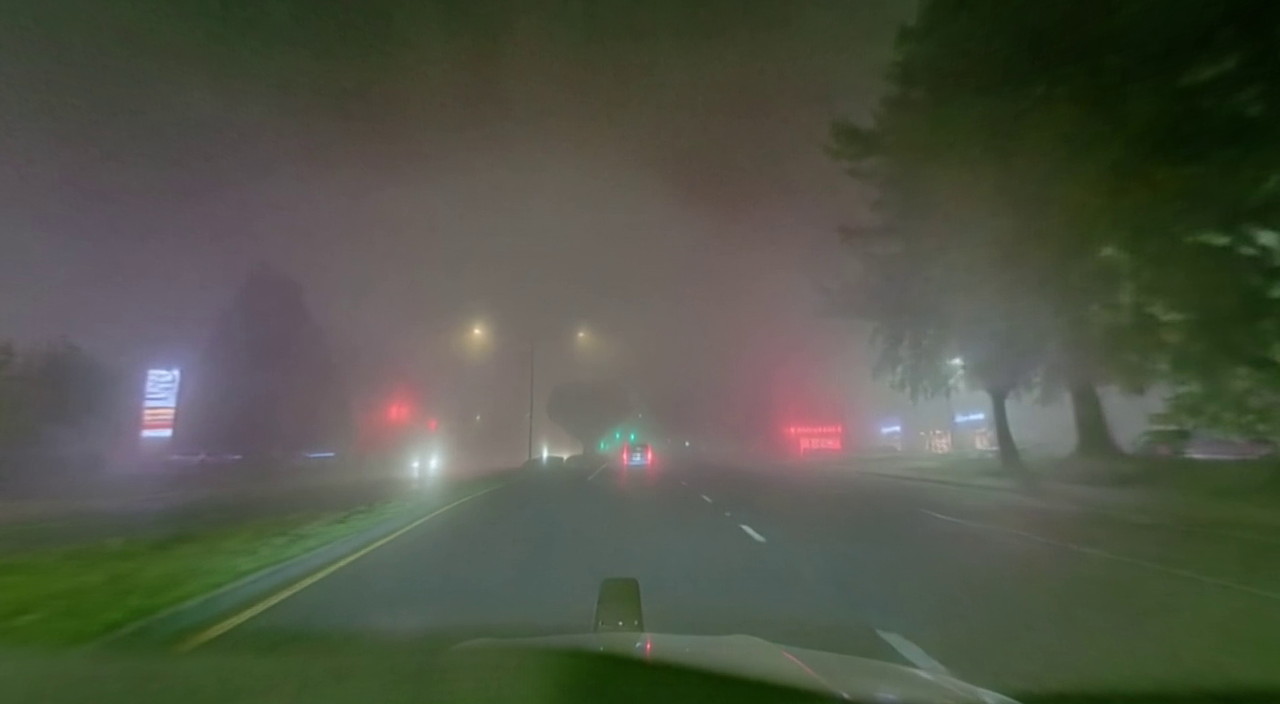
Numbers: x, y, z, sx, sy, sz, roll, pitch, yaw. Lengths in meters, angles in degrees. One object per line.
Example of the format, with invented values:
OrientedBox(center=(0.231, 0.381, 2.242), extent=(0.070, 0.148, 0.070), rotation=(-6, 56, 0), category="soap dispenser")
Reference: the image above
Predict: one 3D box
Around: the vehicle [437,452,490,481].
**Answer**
OrientedBox(center=(-9.641, 6.273, 34.697), extent=(1.795, 1.426, 4.216), rotation=(0, -9, -1), category="vehicle")

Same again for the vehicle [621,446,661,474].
OrientedBox(center=(-0.018, 5.785, 33.956), extent=(1.998, 1.452, 3.773), rotation=(0, -8, -2), category="vehicle")
